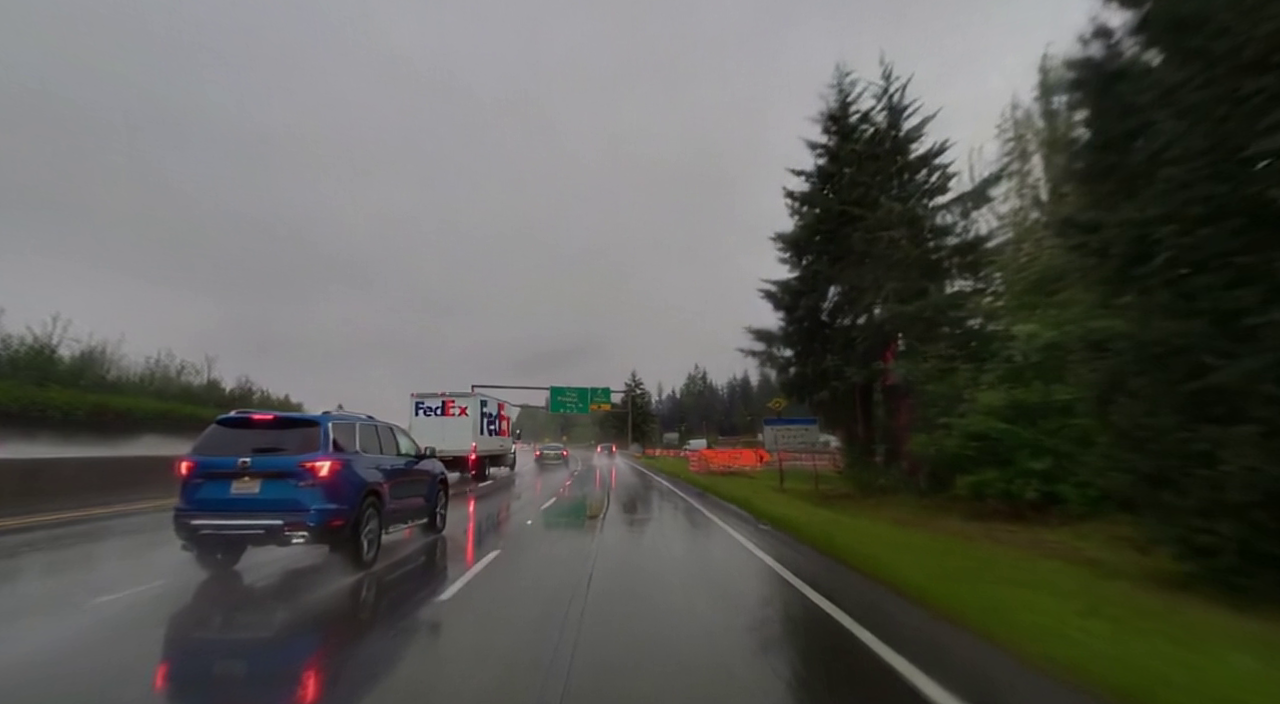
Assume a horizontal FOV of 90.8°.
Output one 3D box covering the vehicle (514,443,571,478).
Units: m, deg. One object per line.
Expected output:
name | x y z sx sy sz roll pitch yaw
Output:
vehicle | -4.461 5.036 29.588 2.192 1.478 4.591 0 -9 -3

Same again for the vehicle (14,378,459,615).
vehicle | -3.897 1.490 7.442 2.170 1.886 4.628 0 -9 -1
